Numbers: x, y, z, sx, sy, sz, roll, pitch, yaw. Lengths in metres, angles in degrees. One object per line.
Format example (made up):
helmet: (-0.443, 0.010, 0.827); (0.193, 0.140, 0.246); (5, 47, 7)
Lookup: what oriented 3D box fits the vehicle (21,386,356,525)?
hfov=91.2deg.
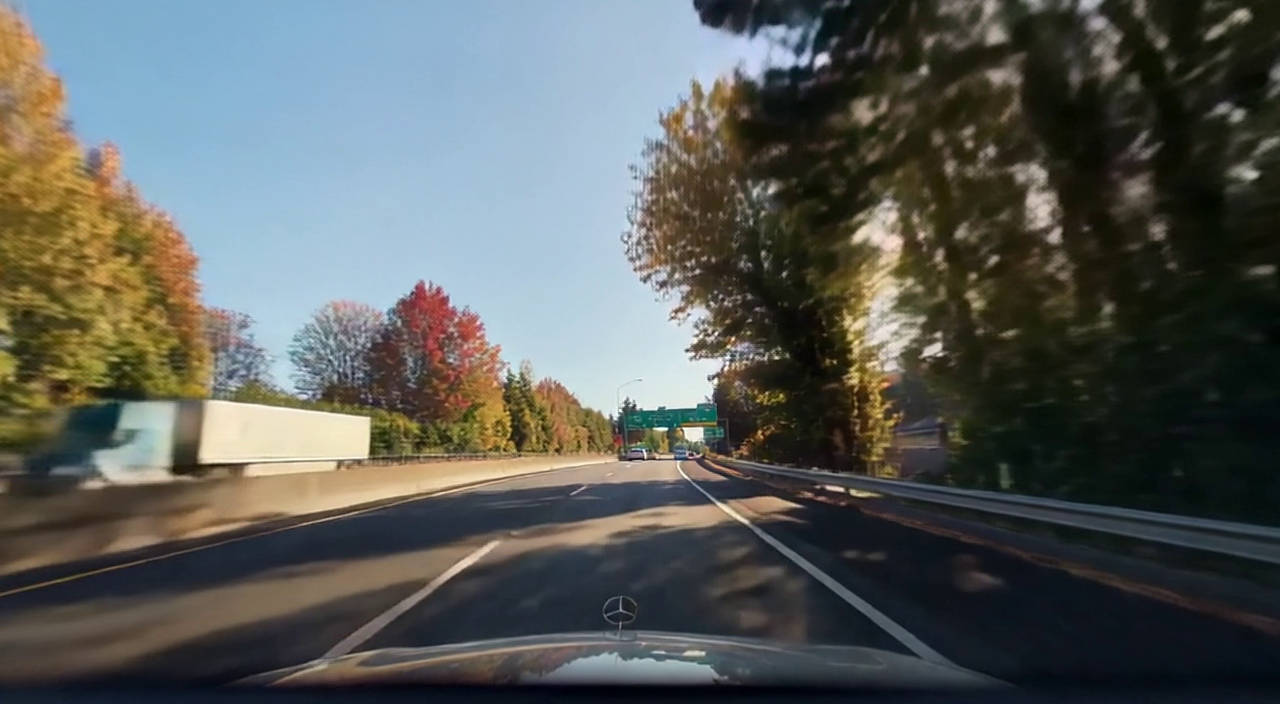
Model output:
vehicle: (-16.407, 4.101, 25.447); (2.910, 4.014, 14.092); (-1, -9, 1)
